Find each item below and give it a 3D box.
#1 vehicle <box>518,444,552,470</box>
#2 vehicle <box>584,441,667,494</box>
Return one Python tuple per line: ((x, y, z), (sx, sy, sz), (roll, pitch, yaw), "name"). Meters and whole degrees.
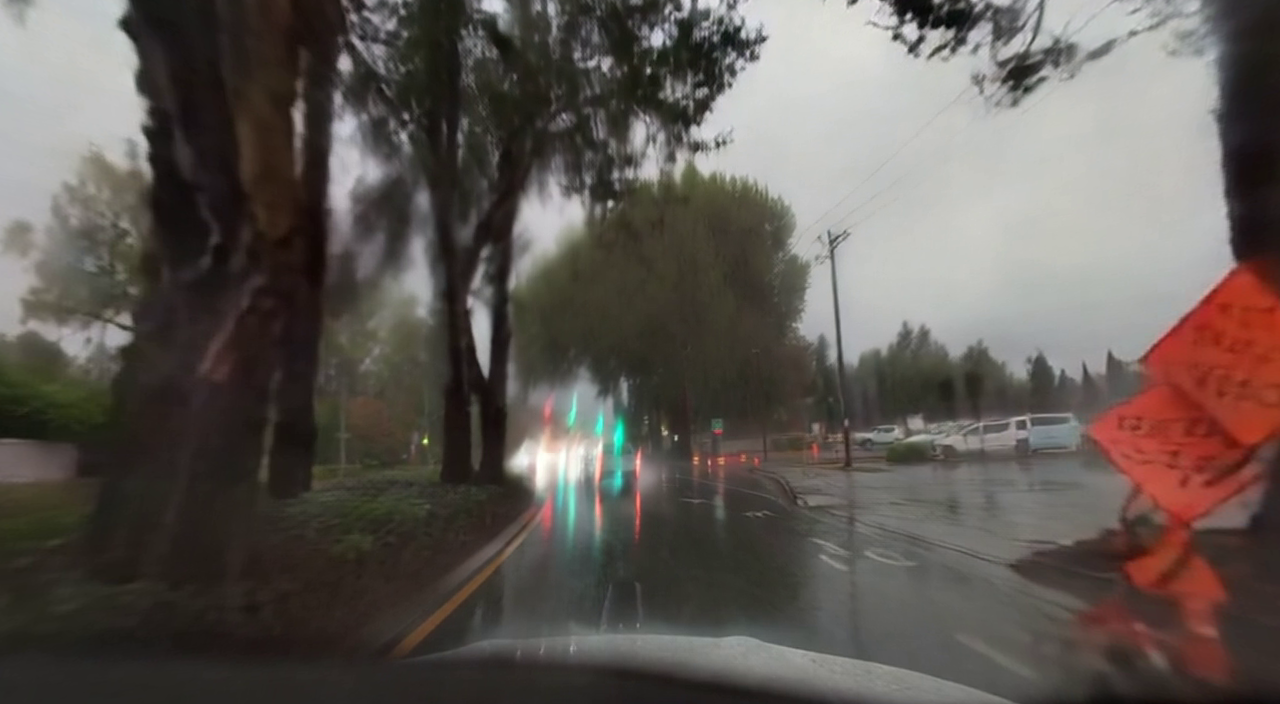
((-7.083, 7.151, 43.113), (2.077, 1.665, 4.206), (1, -9, -7), "vehicle")
((-0.596, 3.698, 20.661), (2.266, 1.508, 4.430), (1, -9, -7), "vehicle")
